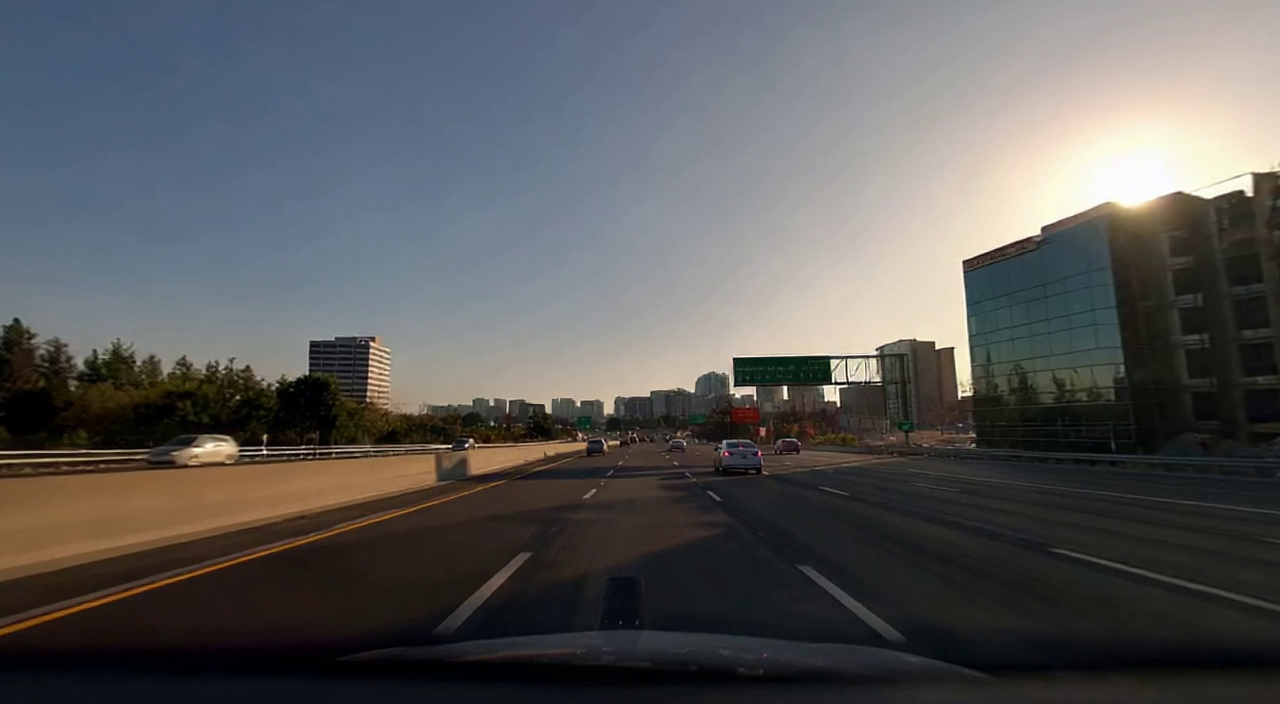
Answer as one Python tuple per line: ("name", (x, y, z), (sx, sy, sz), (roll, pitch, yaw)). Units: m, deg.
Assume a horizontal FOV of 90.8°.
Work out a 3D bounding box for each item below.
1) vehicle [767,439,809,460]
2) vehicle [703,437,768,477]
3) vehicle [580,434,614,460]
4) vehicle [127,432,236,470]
("vehicle", (11.062, 7.309, 47.402), (2.019, 1.529, 4.385), (0, -9, -1))
("vehicle", (3.842, 4.300, 26.129), (1.961, 1.504, 4.094), (0, -9, -1))
("vehicle", (-2.996, 6.718, 44.699), (2.072, 1.730, 4.381), (0, -9, 0))
("vehicle", (-21.179, 4.585, 29.395), (1.938, 1.627, 4.131), (0, -9, 0))
